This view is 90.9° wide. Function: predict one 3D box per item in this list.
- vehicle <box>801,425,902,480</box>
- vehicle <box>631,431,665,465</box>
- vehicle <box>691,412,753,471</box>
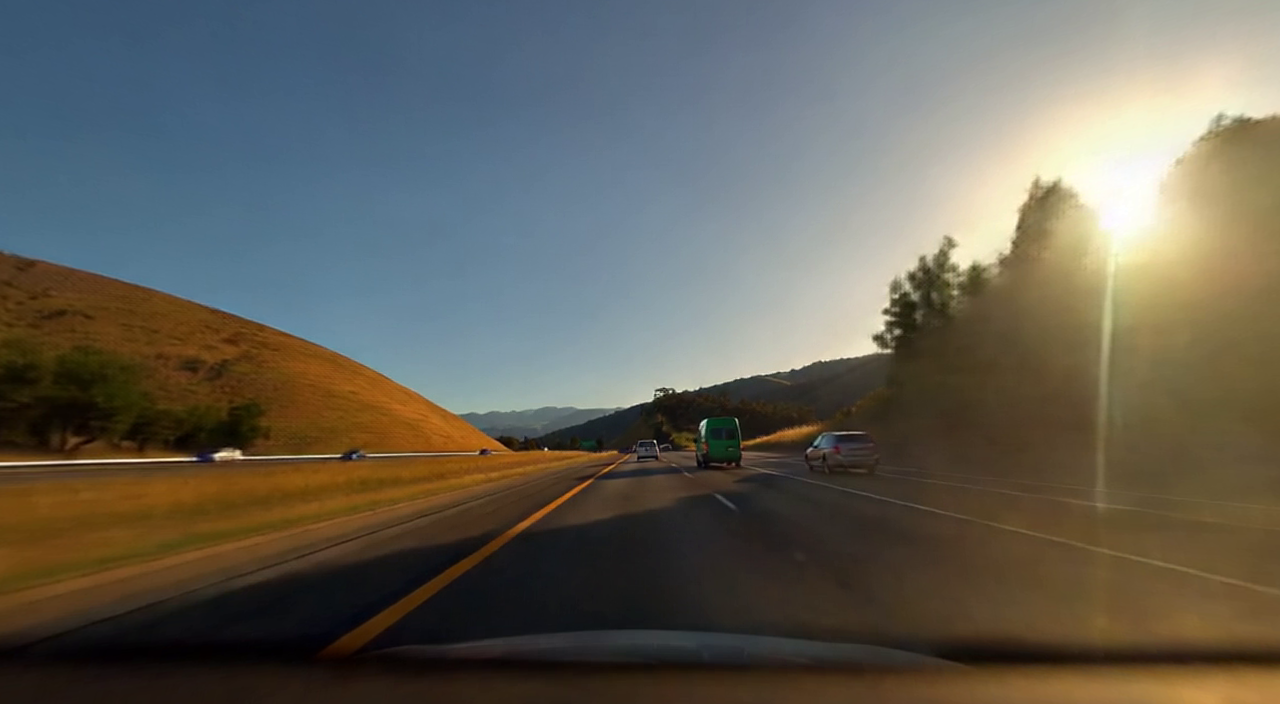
[{"bbox_3d":[8.054,3.886,24.659,2.240,1.925,4.854,0,-8,0],"label":"vehicle"},{"bbox_3d":[0.523,6.432,42.202,2.131,2.122,4.473,0,-8,0],"label":"vehicle"},{"bbox_3d":[4.007,4.562,31.947,2.302,2.670,6.176,0,-8,0],"label":"vehicle"}]
